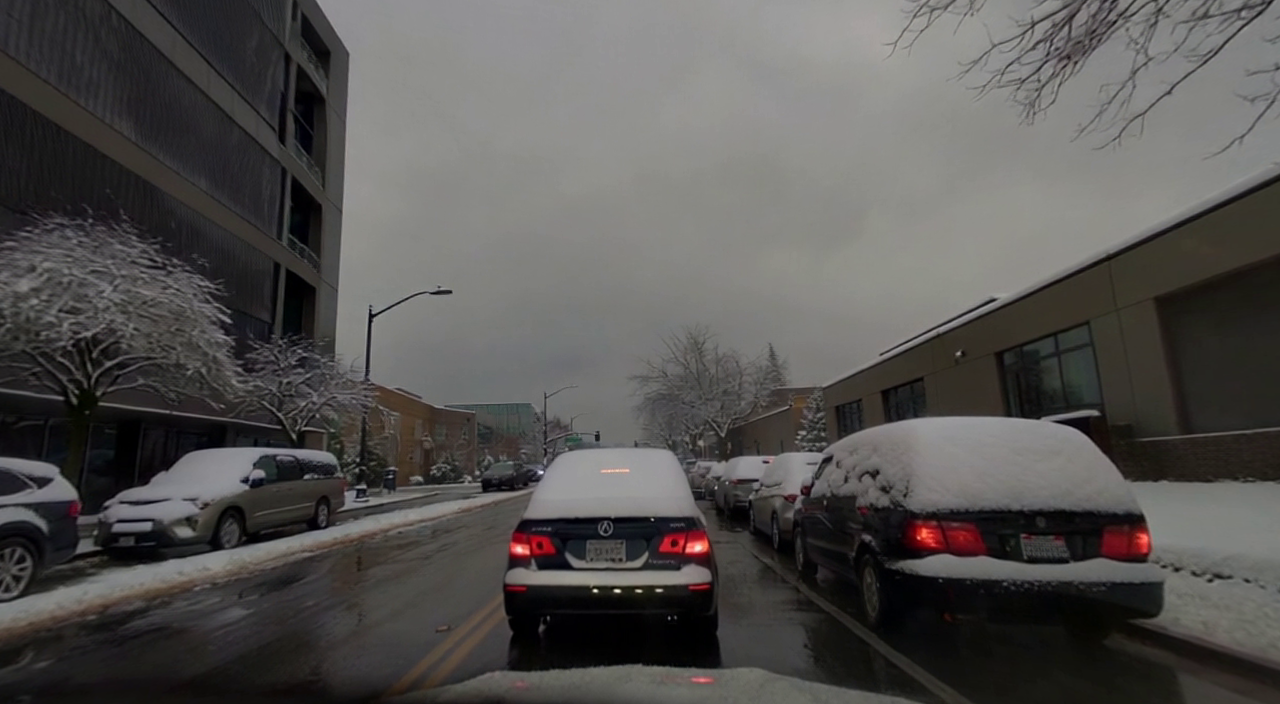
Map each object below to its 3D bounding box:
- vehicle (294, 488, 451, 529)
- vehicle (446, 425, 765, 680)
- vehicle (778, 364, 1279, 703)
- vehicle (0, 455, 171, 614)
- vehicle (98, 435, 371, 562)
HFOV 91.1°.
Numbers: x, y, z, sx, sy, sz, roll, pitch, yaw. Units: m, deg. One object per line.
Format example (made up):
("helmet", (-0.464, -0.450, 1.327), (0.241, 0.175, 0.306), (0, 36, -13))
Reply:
("vehicle", (-7.014, 4.208, 17.173), (2.223, 0.774, 4.789), (1, -10, 0))
("vehicle", (-0.194, 1.616, 5.913), (2.018, 1.583, 3.646), (1, -10, 1))
("vehicle", (2.708, 1.436, 5.689), (1.868, 1.920, 4.501), (1, -10, 0))
("vehicle", (-6.983, 1.699, 5.865), (1.900, 1.471, 4.202), (1, -10, 0))
("vehicle", (-6.840, 2.598, 11.394), (1.994, 1.701, 4.520), (-3, -12, -1))
